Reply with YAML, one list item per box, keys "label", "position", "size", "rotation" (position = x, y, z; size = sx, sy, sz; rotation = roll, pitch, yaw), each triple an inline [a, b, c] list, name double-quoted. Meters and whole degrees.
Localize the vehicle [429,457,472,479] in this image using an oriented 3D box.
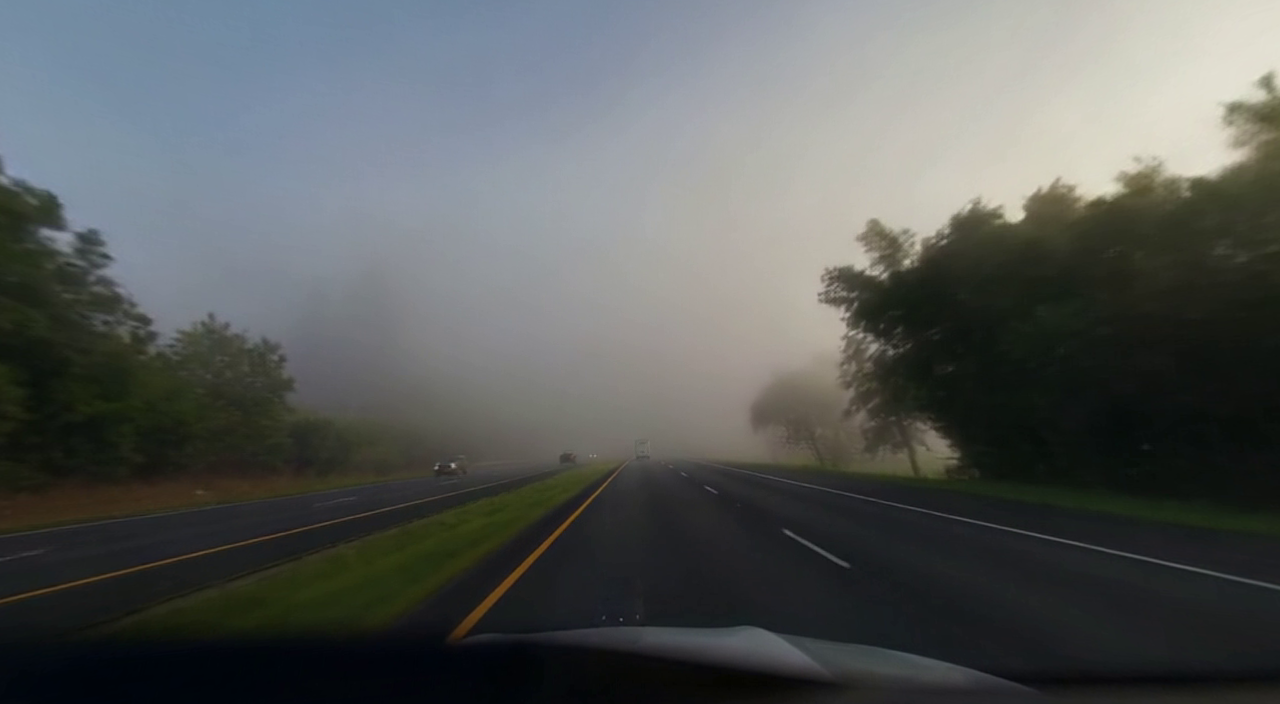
- label: "vehicle"
  position: [-14.213, 8.736, 47.613]
  size: [1.852, 1.514, 4.446]
  rotation: [0, -9, 0]
